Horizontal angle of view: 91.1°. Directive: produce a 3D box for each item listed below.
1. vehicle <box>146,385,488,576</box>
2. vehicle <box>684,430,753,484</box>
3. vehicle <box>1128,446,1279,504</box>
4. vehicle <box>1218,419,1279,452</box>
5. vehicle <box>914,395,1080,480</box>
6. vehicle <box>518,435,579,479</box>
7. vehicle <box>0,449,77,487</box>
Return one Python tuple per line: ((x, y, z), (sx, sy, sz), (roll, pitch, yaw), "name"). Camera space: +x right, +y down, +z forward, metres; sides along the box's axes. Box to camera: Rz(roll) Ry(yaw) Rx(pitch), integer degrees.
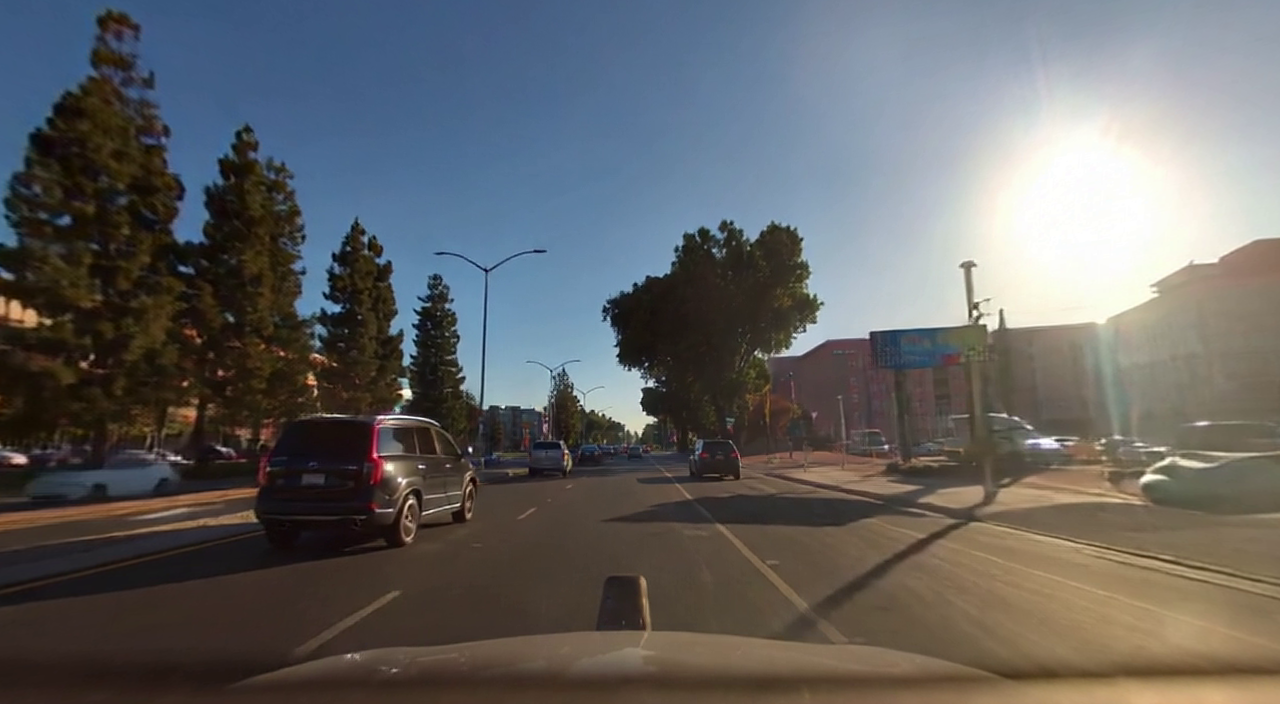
((-3.852, 1.652, 8.823), (2.210, 1.925, 4.838), (0, -8, 0), "vehicle")
((2.989, 4.133, 24.942), (2.024, 1.921, 4.431), (0, -8, -2), "vehicle")
((16.624, 3.468, 18.171), (4.701, 1.470, 1.985), (4, -9, -26), "vehicle")
((37.010, 4.892, 36.726), (4.183, 1.852, 2.188), (0, -9, -2), "vehicle")
((15.686, 3.943, 28.599), (2.642, 3.252, 8.515), (1, -9, 1), "vehicle")
((-3.900, 4.564, 27.514), (2.014, 1.775, 4.404), (0, -8, 0), "vehicle")
((-31.188, 5.729, 31.143), (4.268, 1.775, 2.189), (4, -9, -26), "vehicle")
